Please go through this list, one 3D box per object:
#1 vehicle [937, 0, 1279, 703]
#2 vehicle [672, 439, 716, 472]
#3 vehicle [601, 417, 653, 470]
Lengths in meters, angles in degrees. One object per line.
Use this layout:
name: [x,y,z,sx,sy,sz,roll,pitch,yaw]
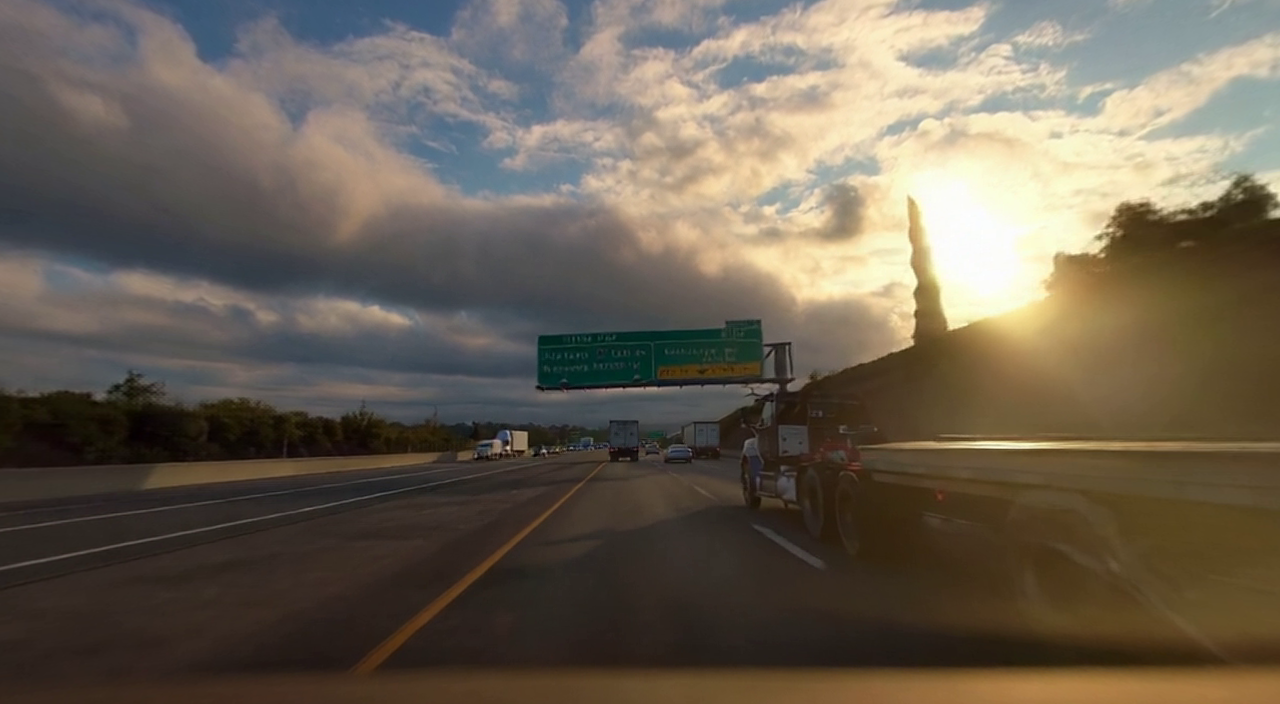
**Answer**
vehicle: [3.898,-0.423,0.691,2.816,4.086,8.486,0,-9,0]
vehicle: [2.799,5.502,33.464,2.127,1.642,3.899,-1,-9,2]
vehicle: [-0.644,5.294,36.055,2.506,2.743,6.093,-1,-9,3]
